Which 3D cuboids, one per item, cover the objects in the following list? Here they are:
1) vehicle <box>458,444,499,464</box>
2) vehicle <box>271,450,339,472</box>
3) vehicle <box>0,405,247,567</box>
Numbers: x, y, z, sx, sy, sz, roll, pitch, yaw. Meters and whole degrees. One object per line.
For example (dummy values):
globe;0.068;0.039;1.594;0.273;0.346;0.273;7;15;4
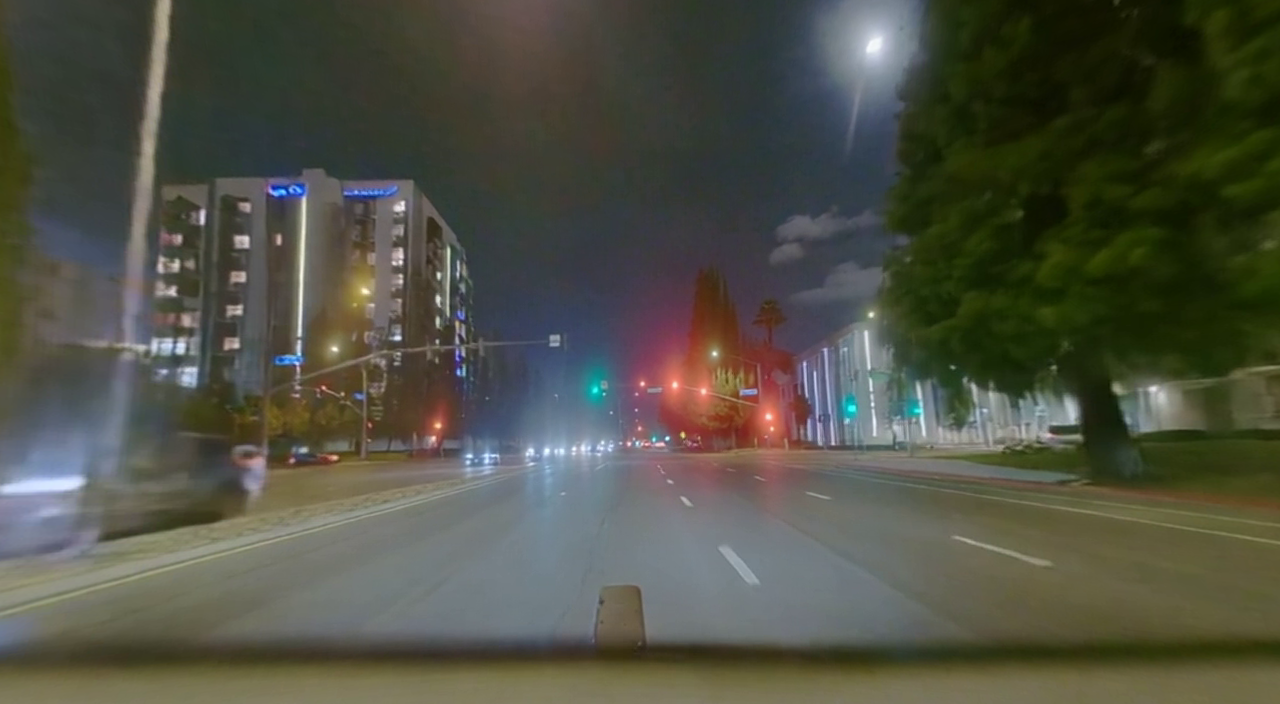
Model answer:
vehicle;-12.133;7.674;47.744;1.952;1.478;4.521;0;-8;0
vehicle;-26.240;8.515;49.485;4.464;1.599;2.014;-2;-9;15
vehicle;-8.449;1.862;9.467;2.131;1.836;4.670;0;-8;-1
